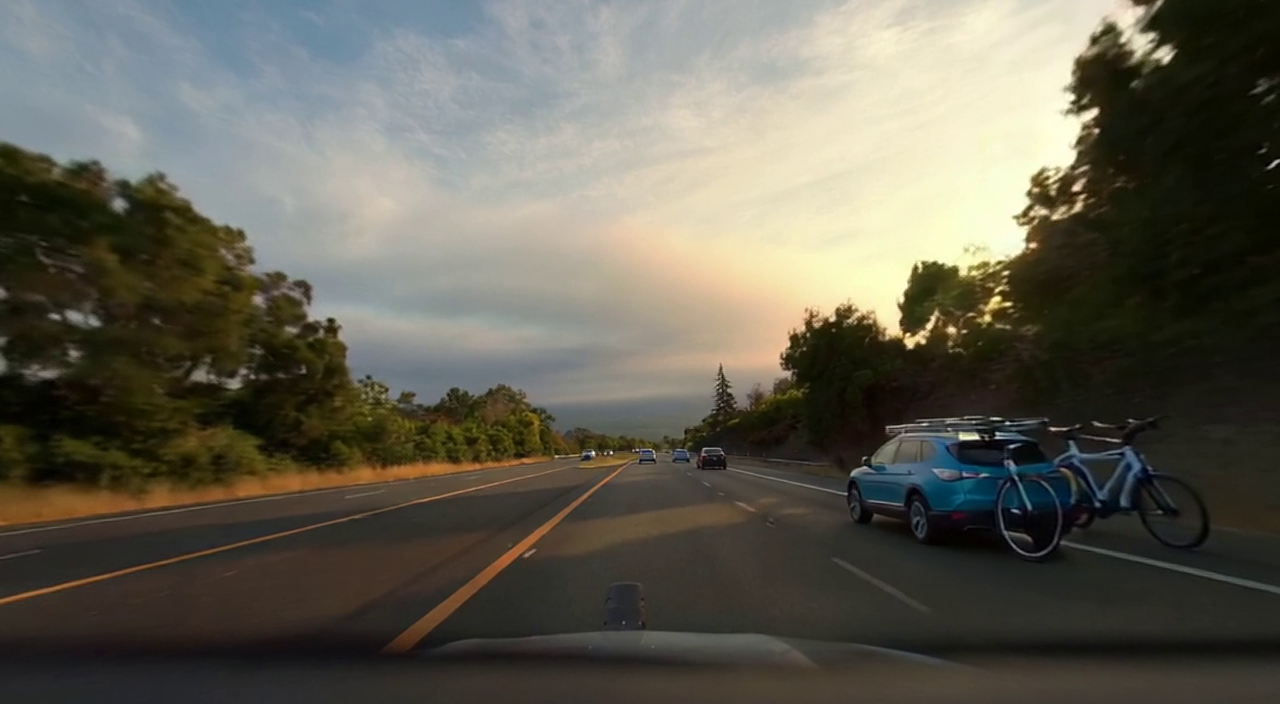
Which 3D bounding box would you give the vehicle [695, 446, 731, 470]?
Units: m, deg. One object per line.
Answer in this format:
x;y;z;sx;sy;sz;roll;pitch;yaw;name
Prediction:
4.955;7.300;43.481;1.964;1.513;3.707;0;-9;-1;vehicle

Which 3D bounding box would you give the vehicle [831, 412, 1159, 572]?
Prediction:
4.238;1.744;8.514;1.978;1.604;4.128;0;-9;0;vehicle

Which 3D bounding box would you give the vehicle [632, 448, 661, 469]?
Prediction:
0.467;7.797;46.266;1.991;1.459;3.769;0;-9;0;vehicle
